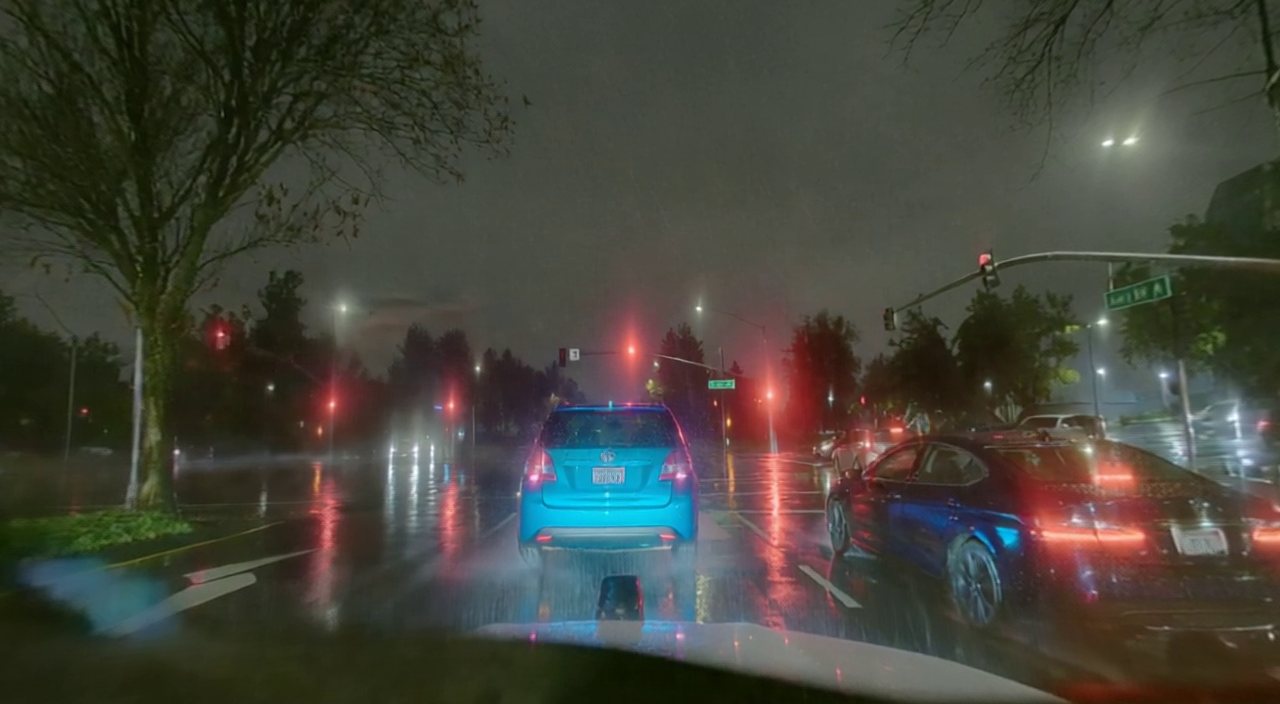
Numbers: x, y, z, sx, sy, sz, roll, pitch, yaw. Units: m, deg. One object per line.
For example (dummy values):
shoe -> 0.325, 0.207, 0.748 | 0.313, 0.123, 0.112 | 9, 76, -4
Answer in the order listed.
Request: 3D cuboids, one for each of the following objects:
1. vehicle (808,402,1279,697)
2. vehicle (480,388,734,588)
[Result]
vehicle -> 3.162, 1.402, 5.763 | 1.932, 1.562, 4.629 | 0, -9, -1
vehicle -> -0.351, 1.524, 7.796 | 2.247, 1.760, 4.231 | 0, -9, -2
